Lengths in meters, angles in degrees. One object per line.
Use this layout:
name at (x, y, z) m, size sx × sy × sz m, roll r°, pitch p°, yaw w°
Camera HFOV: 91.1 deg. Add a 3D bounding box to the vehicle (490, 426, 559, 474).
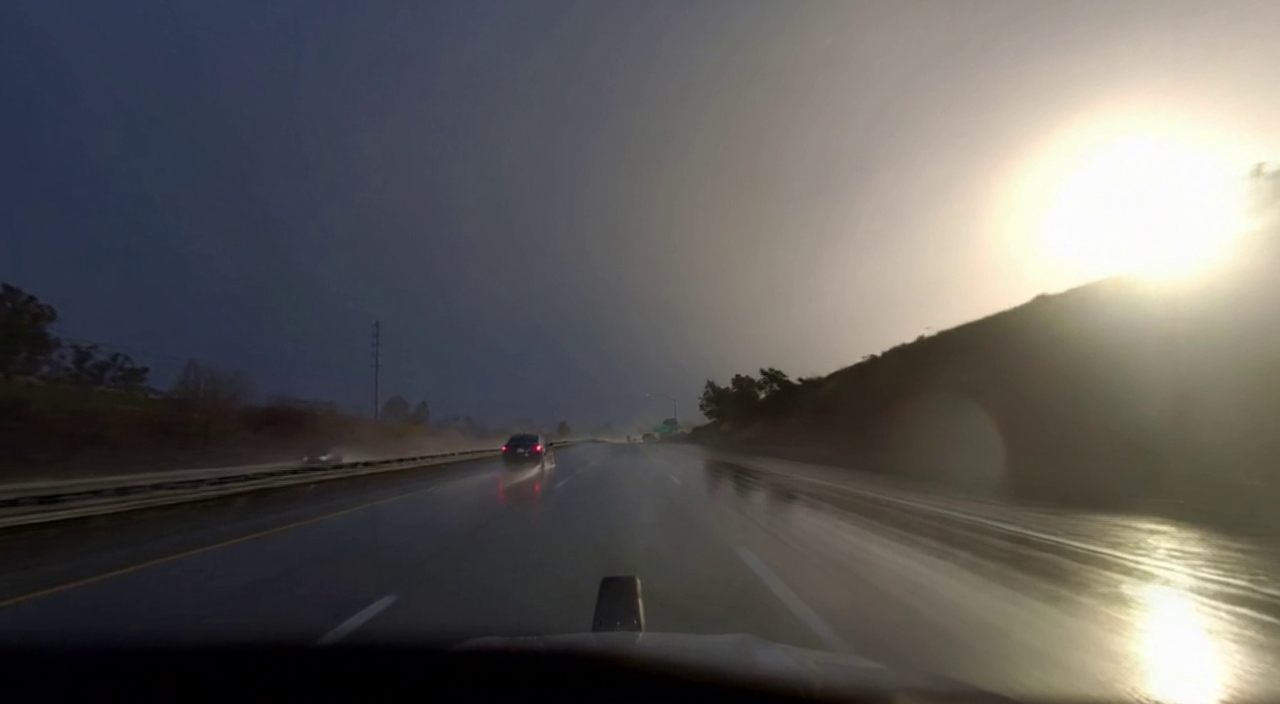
vehicle at (-4.470, 3.849, 25.037) m, size 2.063 × 1.661 × 4.439 m, roll 2°, pitch -8°, yaw -3°
